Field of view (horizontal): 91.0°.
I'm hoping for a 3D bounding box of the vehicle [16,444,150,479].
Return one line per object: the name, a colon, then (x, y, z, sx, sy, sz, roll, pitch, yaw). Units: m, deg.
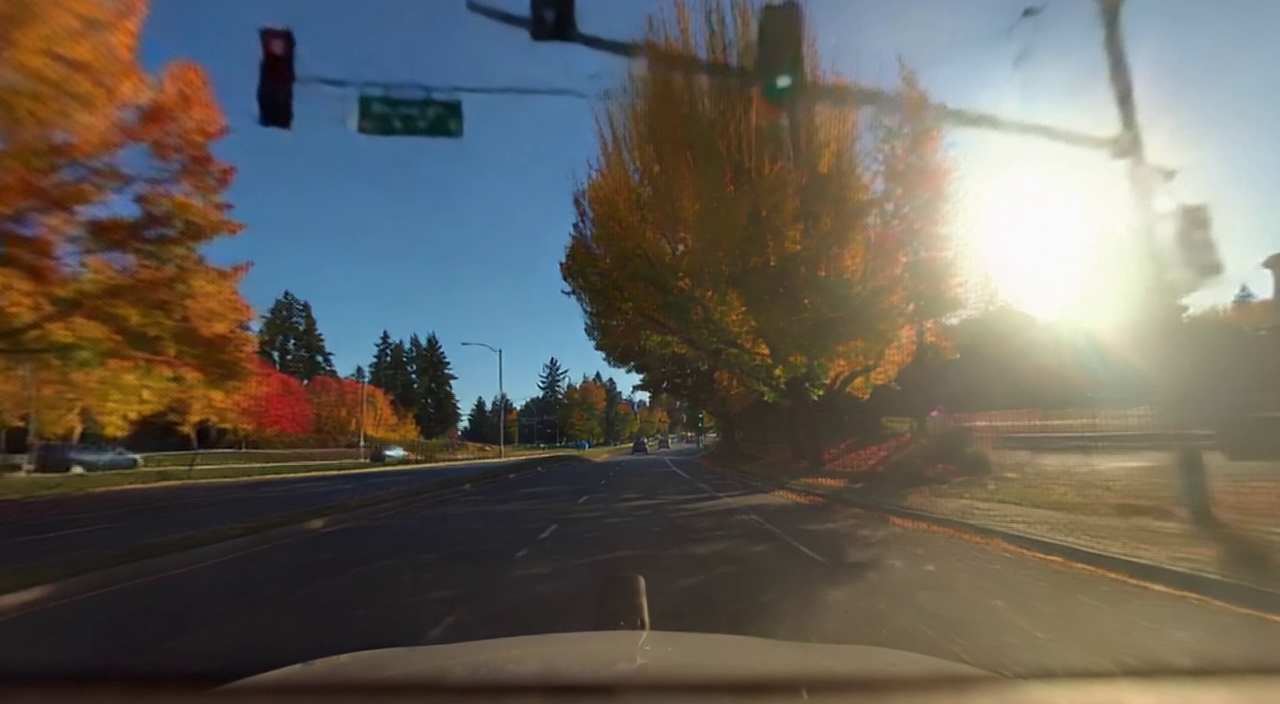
vehicle: (-33.821, 6.604, 38.493, 2.242, 1.955, 5.600, -3, -9, 19)
